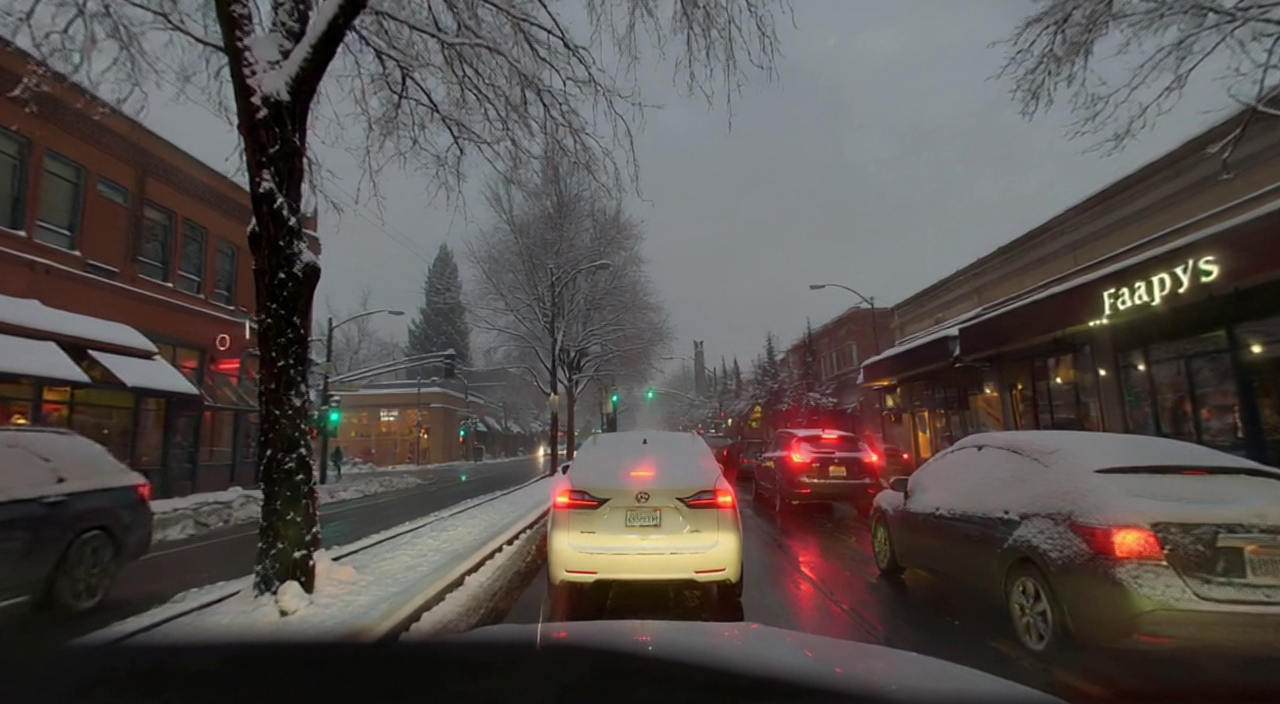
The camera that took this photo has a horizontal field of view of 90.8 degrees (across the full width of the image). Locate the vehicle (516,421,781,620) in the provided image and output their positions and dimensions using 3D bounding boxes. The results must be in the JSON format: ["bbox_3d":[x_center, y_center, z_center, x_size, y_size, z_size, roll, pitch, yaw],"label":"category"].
[{"bbox_3d":[0.059,1.546,6.630,2.006,1.487,3.535,0,-9,0],"label":"vehicle"}]

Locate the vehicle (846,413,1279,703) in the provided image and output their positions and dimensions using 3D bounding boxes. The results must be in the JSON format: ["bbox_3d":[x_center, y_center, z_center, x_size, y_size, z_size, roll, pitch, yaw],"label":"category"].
[{"bbox_3d":[3.402,1.368,5.311,1.988,1.480,4.195,0,-9,1],"label":"vehicle"}]

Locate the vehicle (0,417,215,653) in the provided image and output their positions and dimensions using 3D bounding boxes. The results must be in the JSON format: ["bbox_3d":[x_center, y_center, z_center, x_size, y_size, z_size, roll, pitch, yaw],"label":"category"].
[{"bbox_3d":[-5.173,1.160,3.824,1.898,1.542,4.689,0,-9,1],"label":"vehicle"}]
